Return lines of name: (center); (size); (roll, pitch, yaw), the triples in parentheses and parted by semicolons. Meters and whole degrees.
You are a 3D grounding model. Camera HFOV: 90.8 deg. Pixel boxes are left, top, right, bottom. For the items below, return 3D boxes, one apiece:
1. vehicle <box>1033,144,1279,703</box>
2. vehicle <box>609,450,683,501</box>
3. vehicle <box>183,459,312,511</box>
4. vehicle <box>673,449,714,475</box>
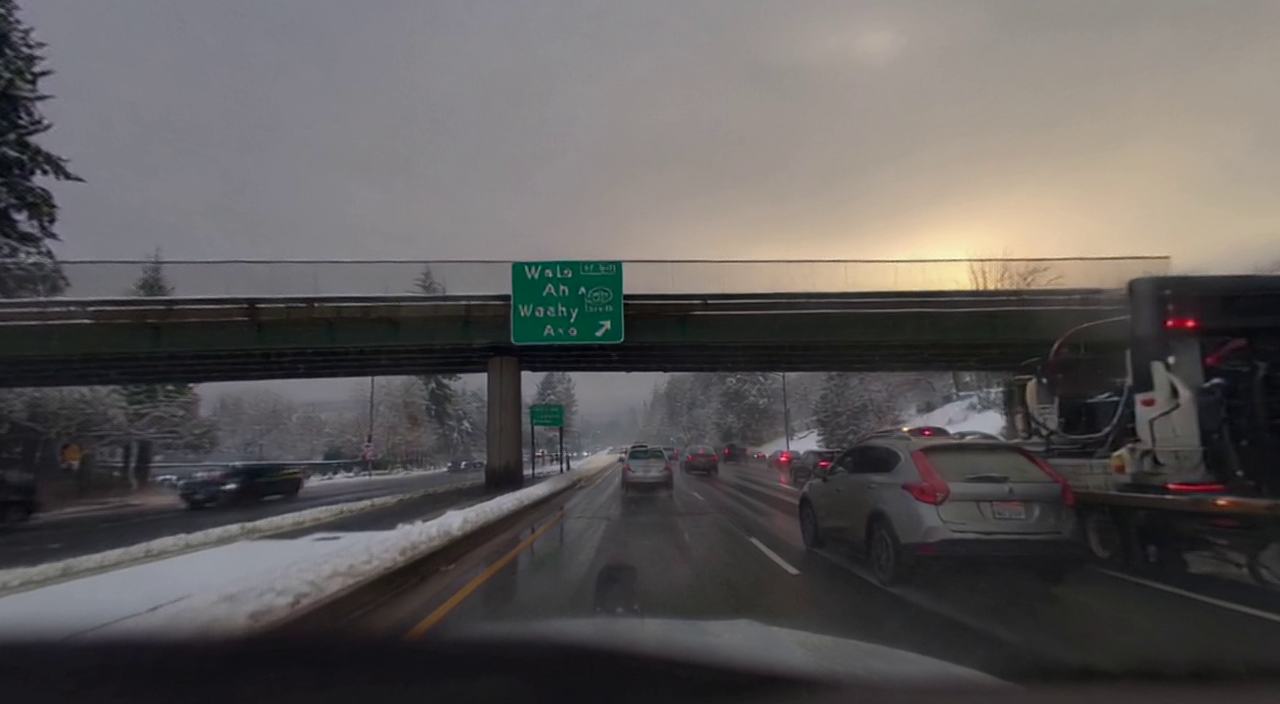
vehicle: (3.313, 0.313, 0.666); (2.588, 2.321, 4.927); (0, -9, 1)
vehicle: (0.147, 3.665, 19.138); (2.027, 1.341, 3.775); (0, -9, 0)
vehicle: (-14.567, 4.921, 23.837); (2.009, 1.670, 4.583); (0, -9, -2)
vehicle: (3.104, 6.472, 37.347); (1.962, 1.431, 4.205); (0, -9, -1)
